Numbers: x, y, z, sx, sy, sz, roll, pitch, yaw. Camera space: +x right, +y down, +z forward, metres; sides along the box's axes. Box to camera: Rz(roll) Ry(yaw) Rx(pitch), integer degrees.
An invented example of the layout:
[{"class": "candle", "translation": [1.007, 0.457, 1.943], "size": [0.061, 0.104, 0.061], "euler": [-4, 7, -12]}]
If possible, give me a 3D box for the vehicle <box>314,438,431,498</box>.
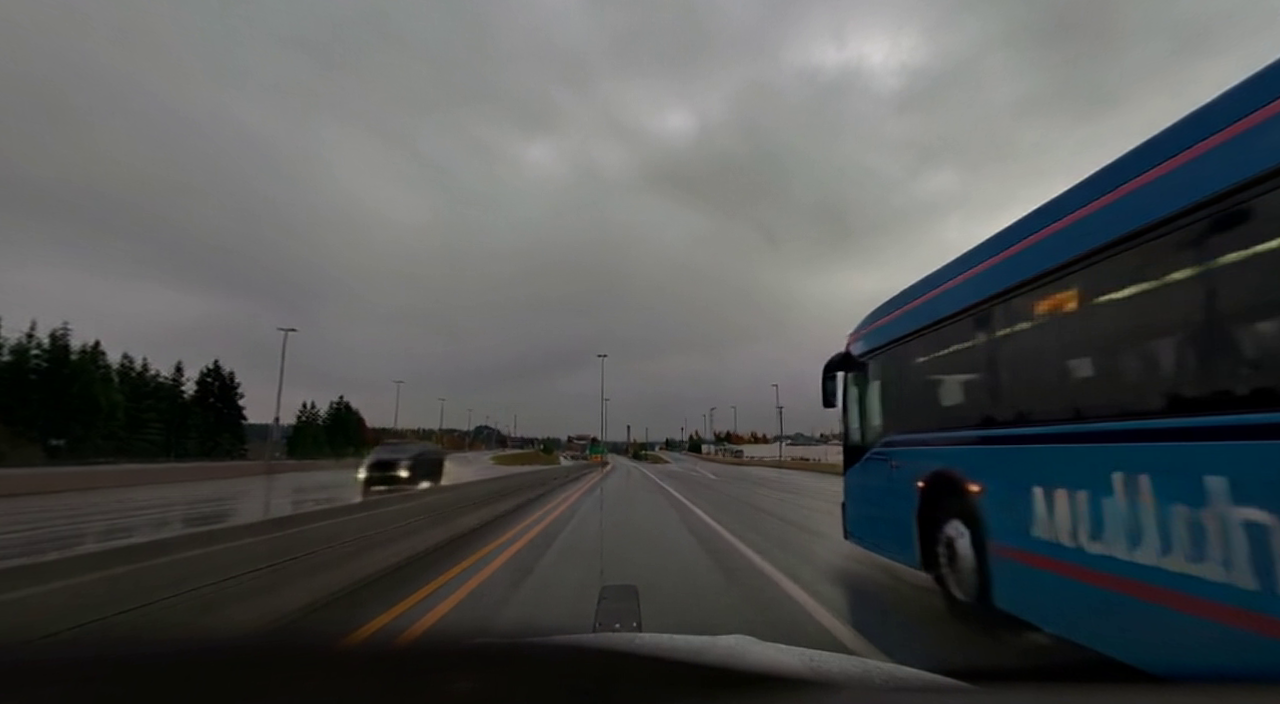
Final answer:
[{"class": "vehicle", "translation": [-9.036, 3.942, 21.711], "size": [2.033, 1.845, 4.537], "euler": [0, -9, 0]}]
